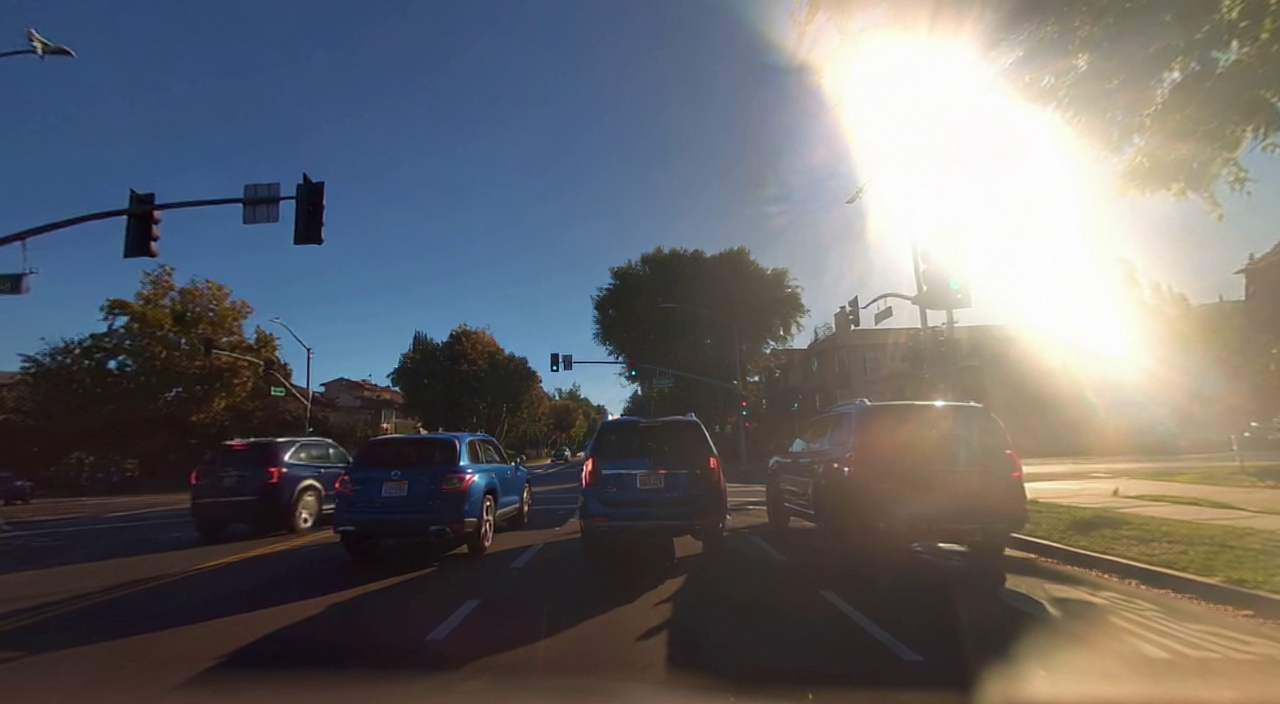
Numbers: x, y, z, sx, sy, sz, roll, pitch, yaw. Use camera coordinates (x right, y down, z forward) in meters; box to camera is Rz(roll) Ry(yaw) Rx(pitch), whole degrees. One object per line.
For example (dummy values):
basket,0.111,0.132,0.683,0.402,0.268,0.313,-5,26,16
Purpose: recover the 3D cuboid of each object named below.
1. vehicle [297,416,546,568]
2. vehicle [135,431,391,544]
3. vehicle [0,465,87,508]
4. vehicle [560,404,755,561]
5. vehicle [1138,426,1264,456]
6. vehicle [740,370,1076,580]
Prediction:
vehicle,-2.769,1.892,9.326,2.058,1.659,4.514,0,-8,0
vehicle,-6.629,2.397,11.908,2.193,1.687,4.507,0,-8,-3
vehicle,-23.983,5.063,23.719,4.383,1.456,1.999,-1,-8,-1
vehicle,0.170,1.804,9.393,2.235,1.778,4.178,0,-8,-1
vehicle,28.166,4.500,31.736,4.512,1.444,1.859,0,-8,0
vehicle,3.098,1.628,9.142,2.338,2.063,5.672,0,-8,0
